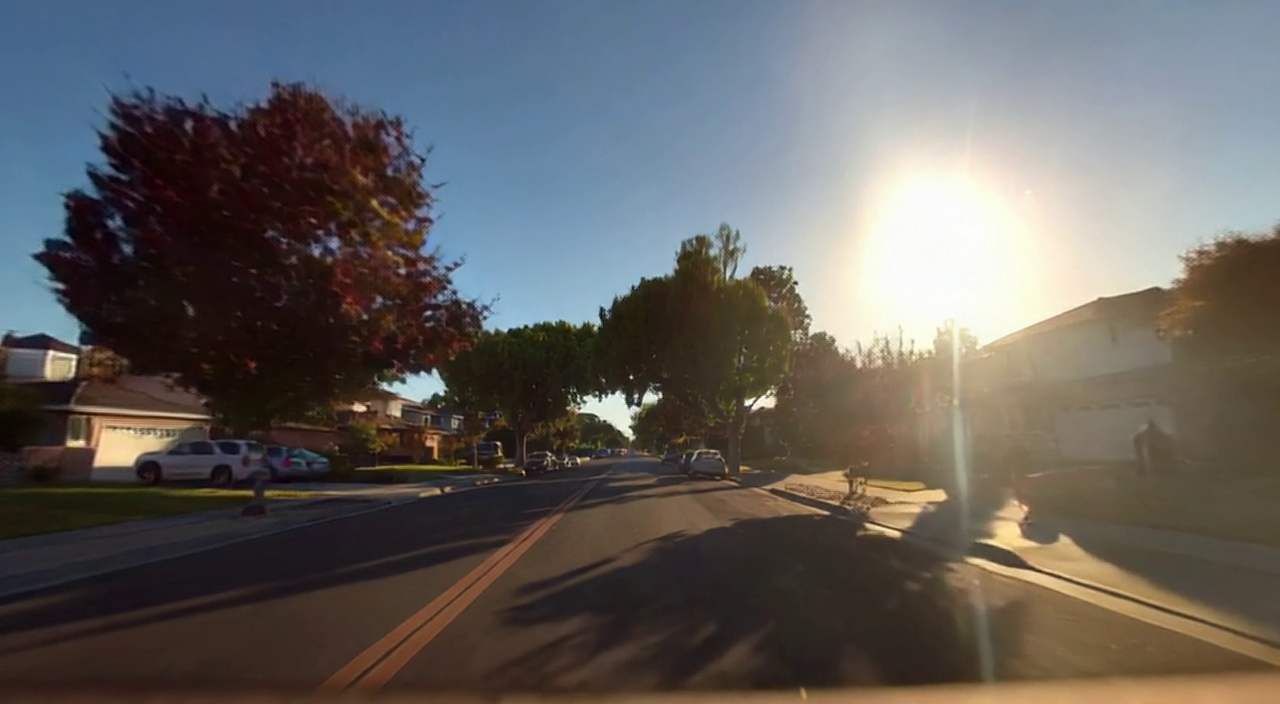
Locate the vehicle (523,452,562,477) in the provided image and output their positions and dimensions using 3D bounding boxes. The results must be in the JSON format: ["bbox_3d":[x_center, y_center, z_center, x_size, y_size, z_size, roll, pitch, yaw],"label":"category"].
[{"bbox_3d":[-6.651,7.660,43.184,1.985,1.497,4.655,-2,-9,-1],"label":"vehicle"}]

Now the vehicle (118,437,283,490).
[{"bbox_3d":[-15.499,3.956,22.382,4.320,1.767,1.951,0,-9,0],"label":"vehicle"}]

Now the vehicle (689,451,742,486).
[{"bbox_3d":[3.615,5.660,30.921,1.917,1.569,4.460,0,-9,-1],"label":"vehicle"}]
